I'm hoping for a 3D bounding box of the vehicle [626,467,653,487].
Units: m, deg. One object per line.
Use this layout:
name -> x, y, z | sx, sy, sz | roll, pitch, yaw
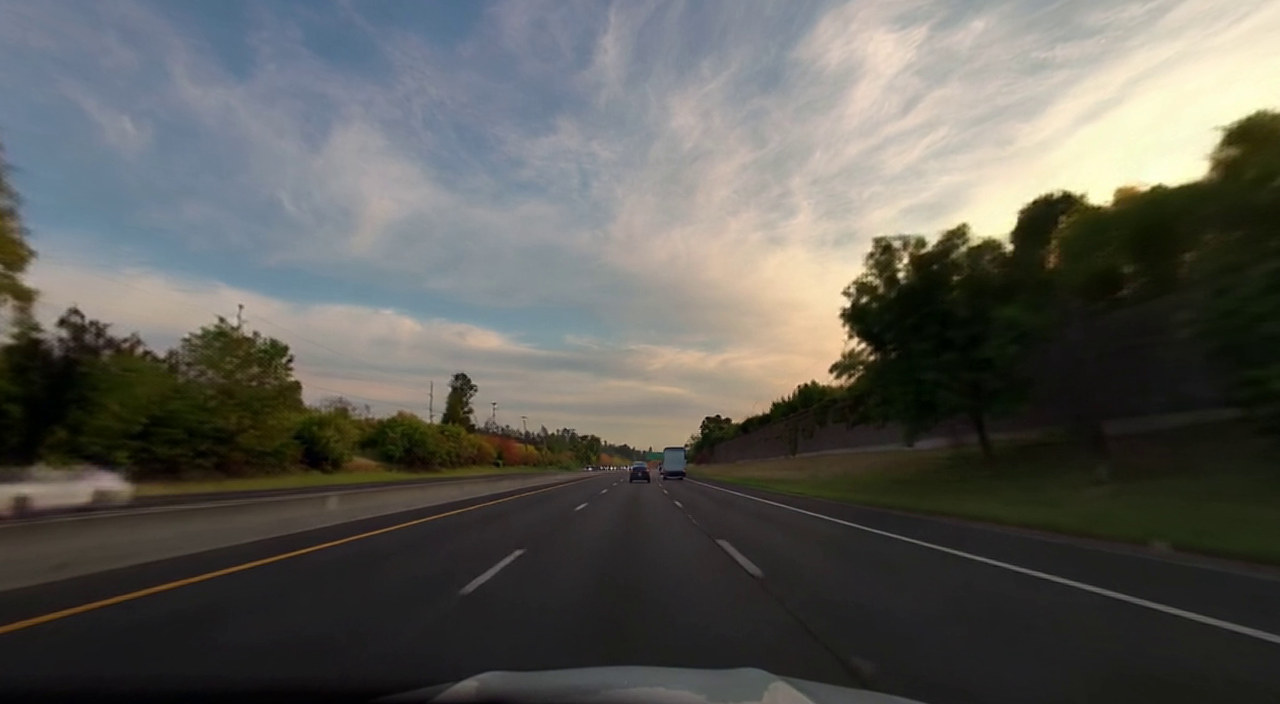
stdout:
vehicle -> -0.059, 9.696, 49.009 | 2.015, 1.478, 3.920 | 1, -10, -1
